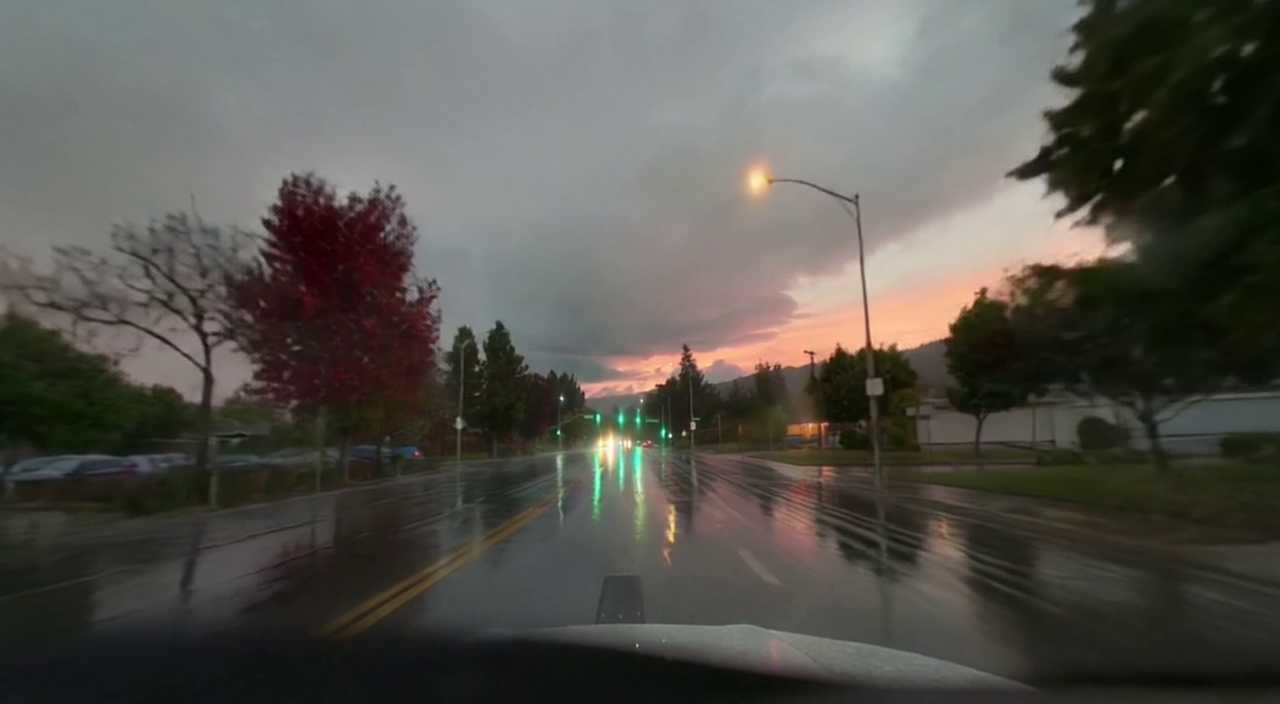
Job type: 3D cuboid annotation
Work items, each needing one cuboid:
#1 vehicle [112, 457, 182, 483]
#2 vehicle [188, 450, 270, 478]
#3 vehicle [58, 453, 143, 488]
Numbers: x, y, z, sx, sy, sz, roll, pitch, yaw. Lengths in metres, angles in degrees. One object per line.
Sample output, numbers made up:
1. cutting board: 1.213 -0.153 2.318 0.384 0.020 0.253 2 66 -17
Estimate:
1. vehicle: -28.031 6.687 35.887 3.738 1.379 1.627 -5 -10 28
2. vehicle: -23.681 6.408 36.331 4.791 1.421 1.985 -4 -10 31
3. vehicle: -28.254 6.138 33.067 4.425 1.570 1.959 -4 -9 31
